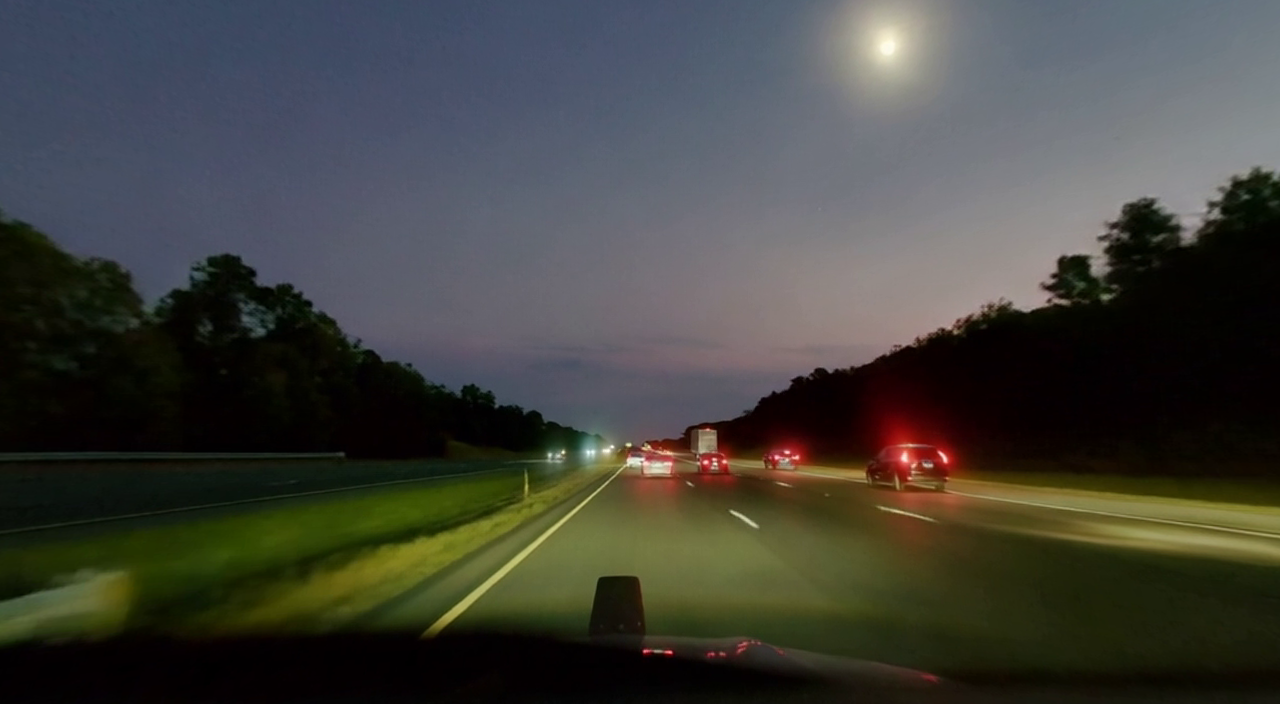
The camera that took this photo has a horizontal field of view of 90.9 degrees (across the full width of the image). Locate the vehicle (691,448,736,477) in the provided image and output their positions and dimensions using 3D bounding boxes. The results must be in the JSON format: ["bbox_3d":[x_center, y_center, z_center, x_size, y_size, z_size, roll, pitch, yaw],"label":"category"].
[{"bbox_3d":[4.162,6.325,36.250,1.981,1.518,4.029,0,-9,-1],"label":"vehicle"}]

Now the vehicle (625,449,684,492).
[{"bbox_3d":[0.511,4.372,23.587,2.020,1.426,3.702,0,-9,0],"label":"vehicle"}]

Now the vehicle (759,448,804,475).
[{"bbox_3d":[8.936,6.903,40.023,1.957,1.594,3.632,0,-9,-1],"label":"vehicle"}]

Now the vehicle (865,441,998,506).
[{"bbox_3d":[7.891,3.303,17.509,1.847,1.554,3.752,0,-9,-1],"label":"vehicle"}]
